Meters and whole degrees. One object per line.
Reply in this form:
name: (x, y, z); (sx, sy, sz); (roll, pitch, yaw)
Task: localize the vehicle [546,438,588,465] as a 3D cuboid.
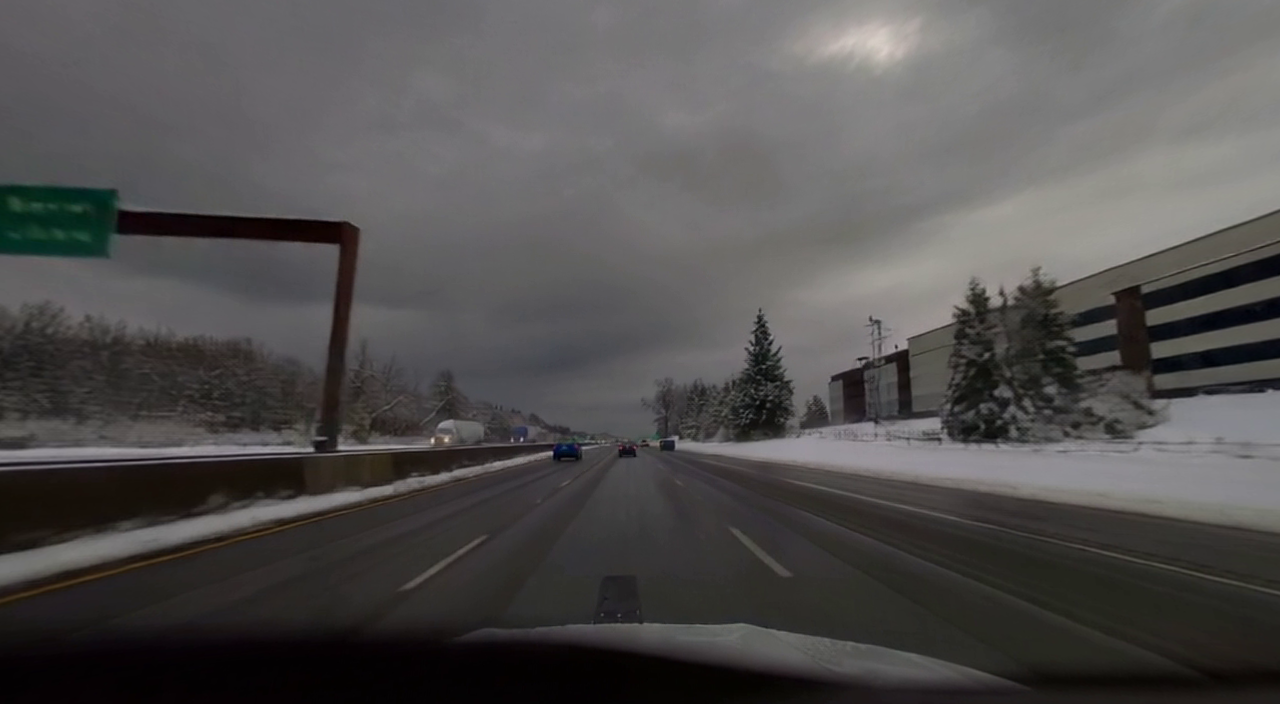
vehicle: (-4.530, 6.237, 39.598); (2.271, 1.626, 4.463); (0, -8, -1)
